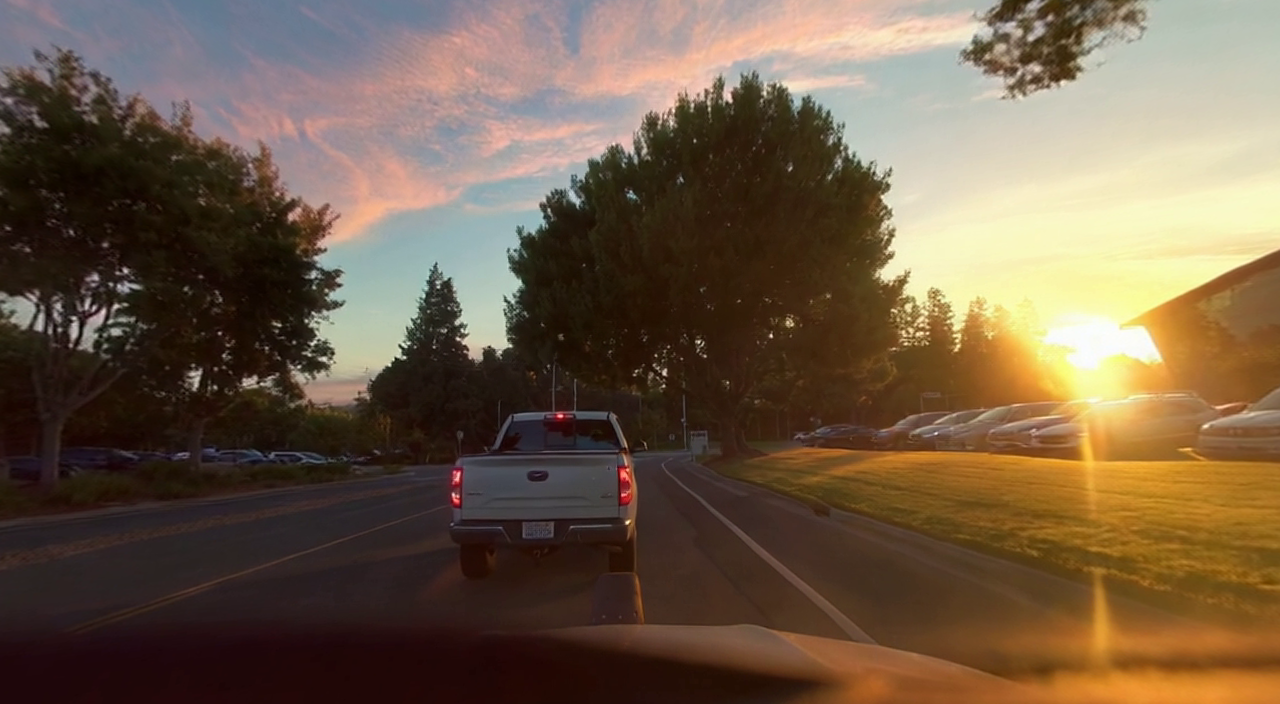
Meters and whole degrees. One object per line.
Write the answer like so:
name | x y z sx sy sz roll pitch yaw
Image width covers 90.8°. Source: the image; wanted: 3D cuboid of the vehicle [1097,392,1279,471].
vehicle | 11.865 1.545 12.330 4.298 1.392 1.944 -1 -8 2

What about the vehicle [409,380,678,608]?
vehicle | -0.702 1.507 7.670 2.157 1.816 5.039 0 -8 2
